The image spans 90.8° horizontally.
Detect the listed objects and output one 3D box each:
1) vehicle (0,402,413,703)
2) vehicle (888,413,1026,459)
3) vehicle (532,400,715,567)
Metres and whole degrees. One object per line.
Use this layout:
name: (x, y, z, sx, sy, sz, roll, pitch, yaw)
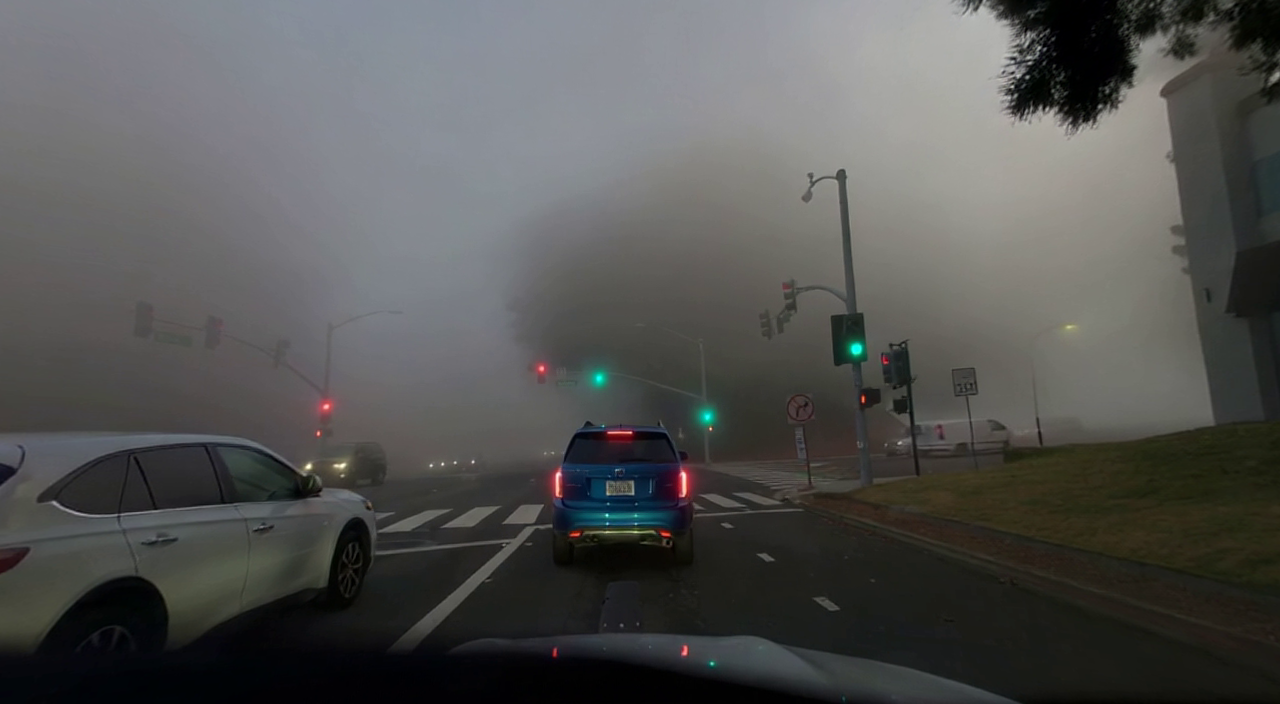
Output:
vehicle: (-3.376, 1.261, 4.551, 2.011, 1.527, 4.008, 0, -8, -1)
vehicle: (14.542, 3.898, 29.127, 5.215, 1.967, 2.392, 1, -9, -11)
vehicle: (-0.189, 1.797, 9.336, 2.059, 1.877, 4.249, 0, -8, 0)
